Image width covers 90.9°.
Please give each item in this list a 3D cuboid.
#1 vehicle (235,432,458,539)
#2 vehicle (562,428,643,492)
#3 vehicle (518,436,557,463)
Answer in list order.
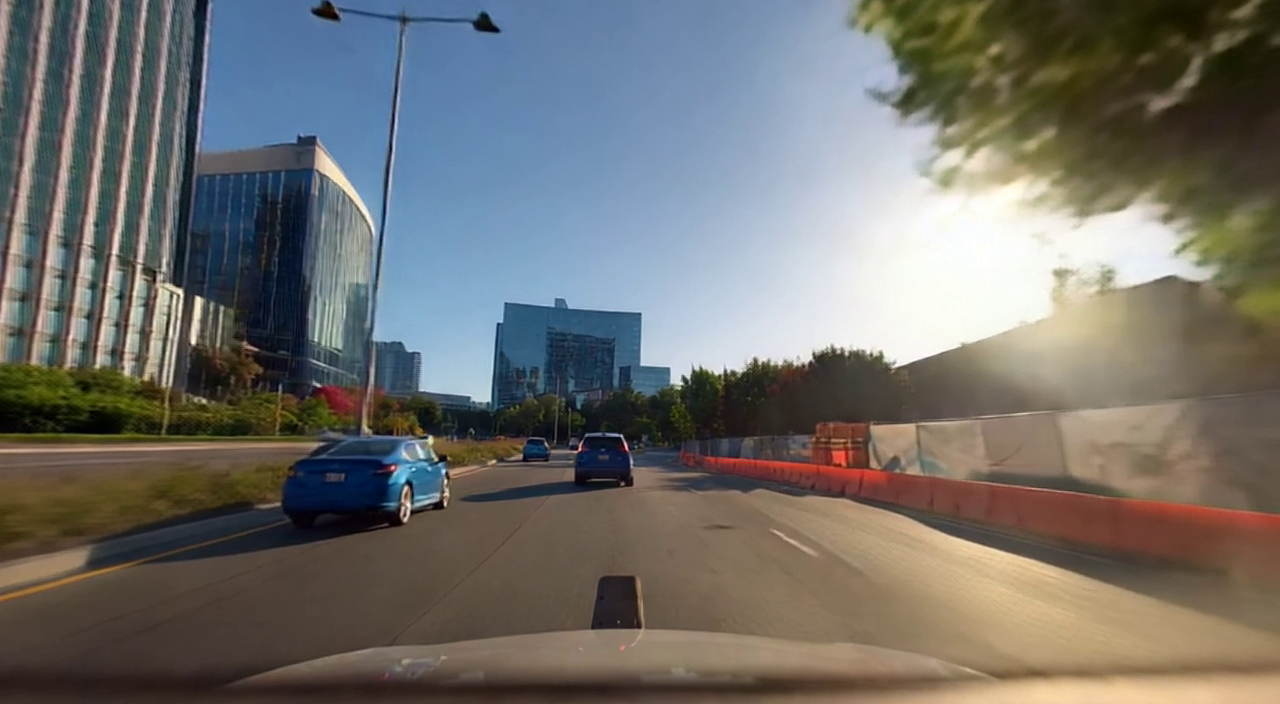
[{"bbox_3d":[-4.499,2.051,10.442,1.848,1.406,4.013,0,-8,-2],"label":"vehicle"},{"bbox_3d":[-0.911,2.817,16.767,1.913,1.499,3.581,0,-8,-1],"label":"vehicle"},{"bbox_3d":[-6.045,5.771,37.576,1.888,1.486,4.310,1,-8,-4],"label":"vehicle"}]
